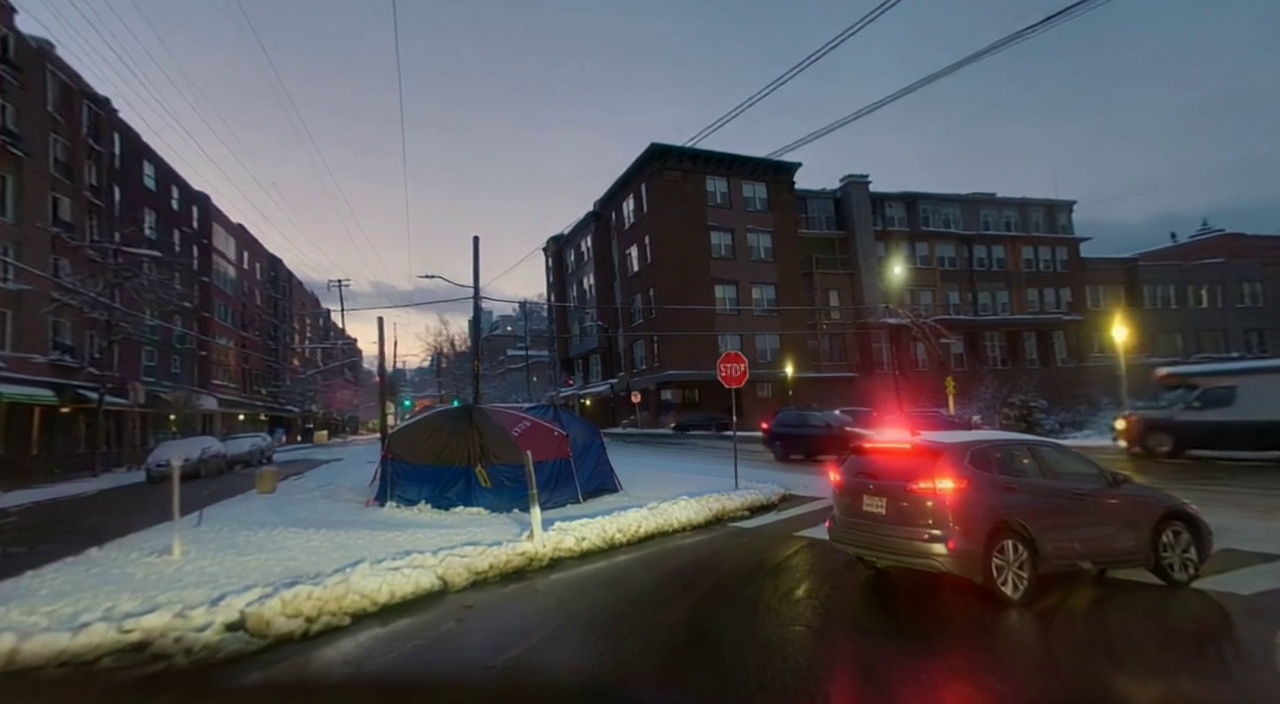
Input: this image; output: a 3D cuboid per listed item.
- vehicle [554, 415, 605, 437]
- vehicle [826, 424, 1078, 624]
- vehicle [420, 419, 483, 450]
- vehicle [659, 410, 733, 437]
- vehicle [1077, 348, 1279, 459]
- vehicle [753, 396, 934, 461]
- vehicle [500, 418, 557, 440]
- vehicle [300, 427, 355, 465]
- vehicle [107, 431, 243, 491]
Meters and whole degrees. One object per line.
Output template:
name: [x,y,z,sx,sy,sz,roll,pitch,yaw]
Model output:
vehicle: [-4.578,5.598,47.396,1.768,1.492,4.090,7,-11,-40]
vehicle: [3.943,1.767,7.581,1.945,1.647,4.160,-6,-10,35]
vehicle: [-11.029,4.839,36.760,1.870,1.724,4.320,7,-11,-40]
vehicle: [3.297,4.344,37.869,1.790,1.468,4.422,7,-11,-39]
vehicle: [17.977,1.661,19.159,2.584,3.075,7.172,8,-12,-44]
vehicle: [6.915,2.694,22.020,2.152,1.970,5.506,3,-8,-44]
vehicle: [-8.180,5.653,46.140,2.089,1.506,4.641,6,-11,-38]
vehicle: [-15.509,4.658,31.520,1.987,1.686,3.971,1,-8,-19]
vehicle: [-15.867,3.729,21.967,2.054,1.800,5.212,2,-9,-17]
